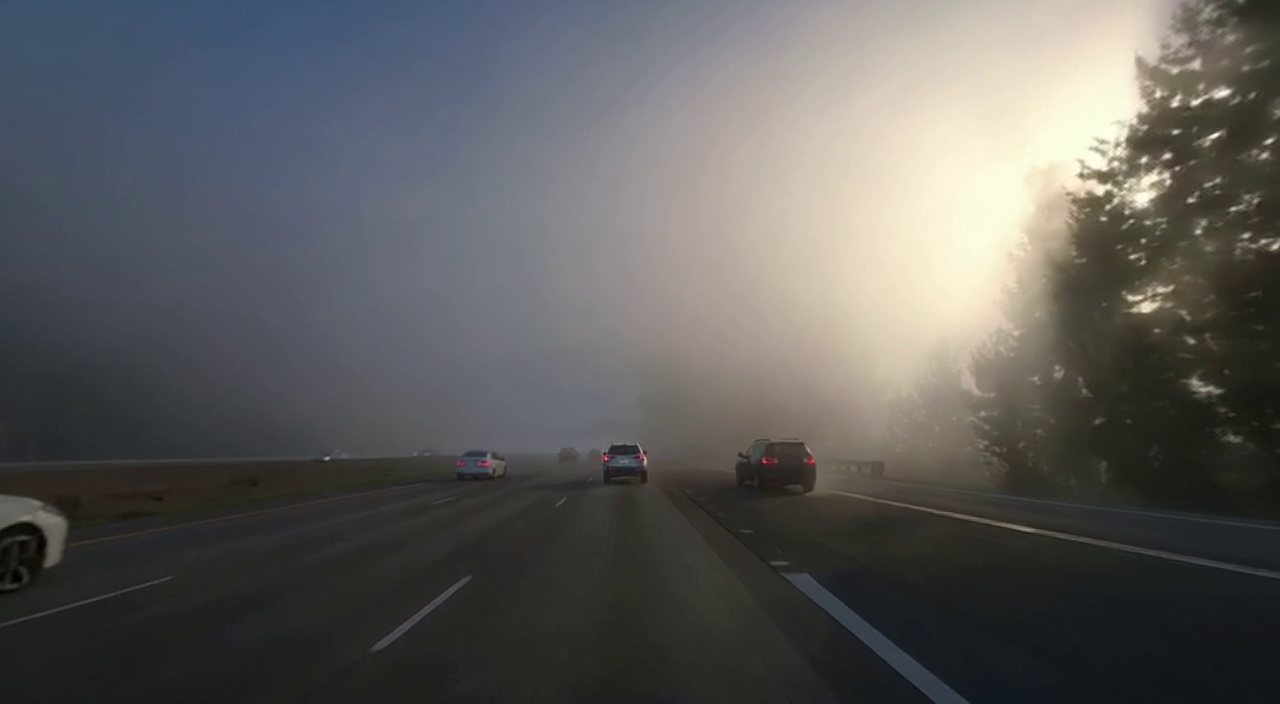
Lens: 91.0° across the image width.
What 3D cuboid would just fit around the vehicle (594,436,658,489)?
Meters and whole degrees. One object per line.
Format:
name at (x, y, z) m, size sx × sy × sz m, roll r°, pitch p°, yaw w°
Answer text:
vehicle at (-0.478, 4.069, 23.607) m, size 2.127 × 1.749 × 4.776 m, roll 0°, pitch -9°, yaw 0°

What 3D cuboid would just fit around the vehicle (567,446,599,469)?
vehicle at (-4.032, 7.541, 45.144) m, size 1.889 × 1.522 × 4.465 m, roll 0°, pitch -9°, yaw -1°

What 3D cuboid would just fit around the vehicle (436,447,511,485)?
vehicle at (-7.049, 4.876, 27.236) m, size 1.892 × 1.468 × 4.792 m, roll 0°, pitch -9°, yaw 0°

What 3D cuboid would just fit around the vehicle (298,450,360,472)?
vehicle at (-22.858, 8.011, 46.508) m, size 2.136 × 1.504 × 4.633 m, roll 0°, pitch -9°, yaw 0°

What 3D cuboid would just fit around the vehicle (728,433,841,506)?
vehicle at (3.773, 3.141, 17.320) m, size 1.925 × 1.716 × 4.378 m, roll 0°, pitch -9°, yaw -2°
